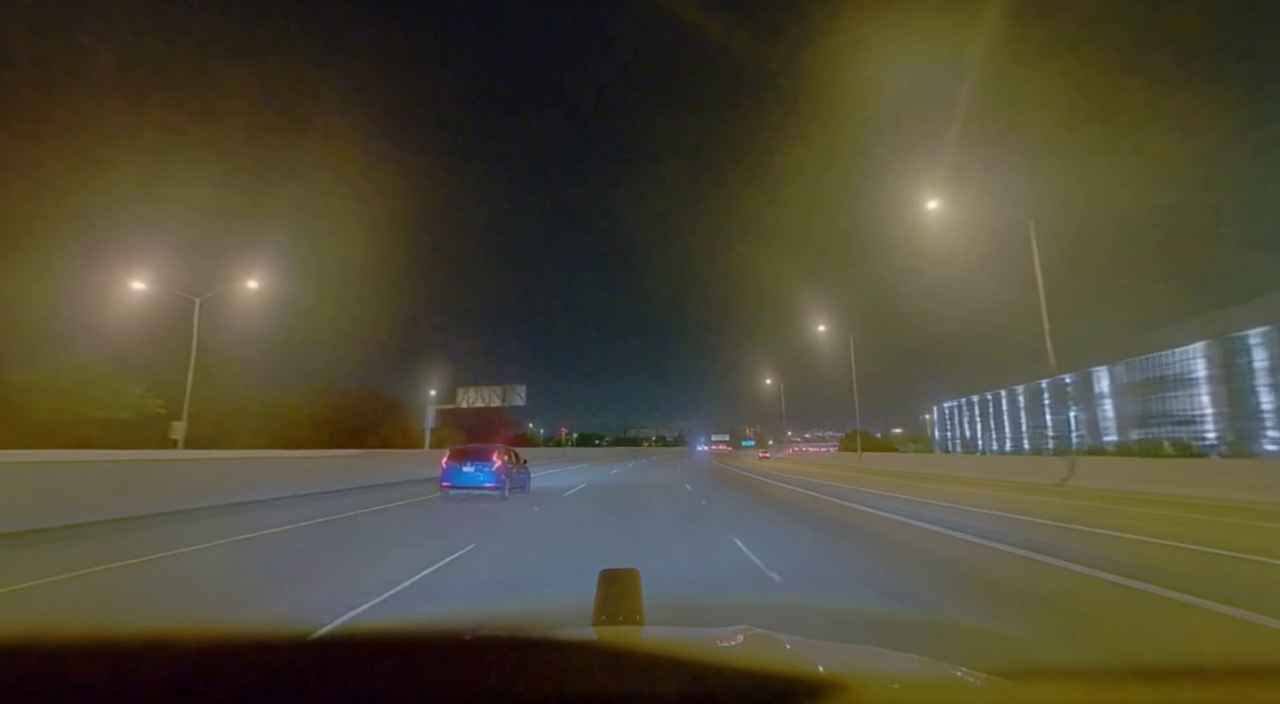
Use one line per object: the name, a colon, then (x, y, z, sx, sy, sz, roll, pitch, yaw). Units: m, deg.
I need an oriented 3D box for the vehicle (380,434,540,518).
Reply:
vehicle: (-3.790, 2.709, 14.360, 2.087, 1.566, 4.756, -1, -9, 2)
